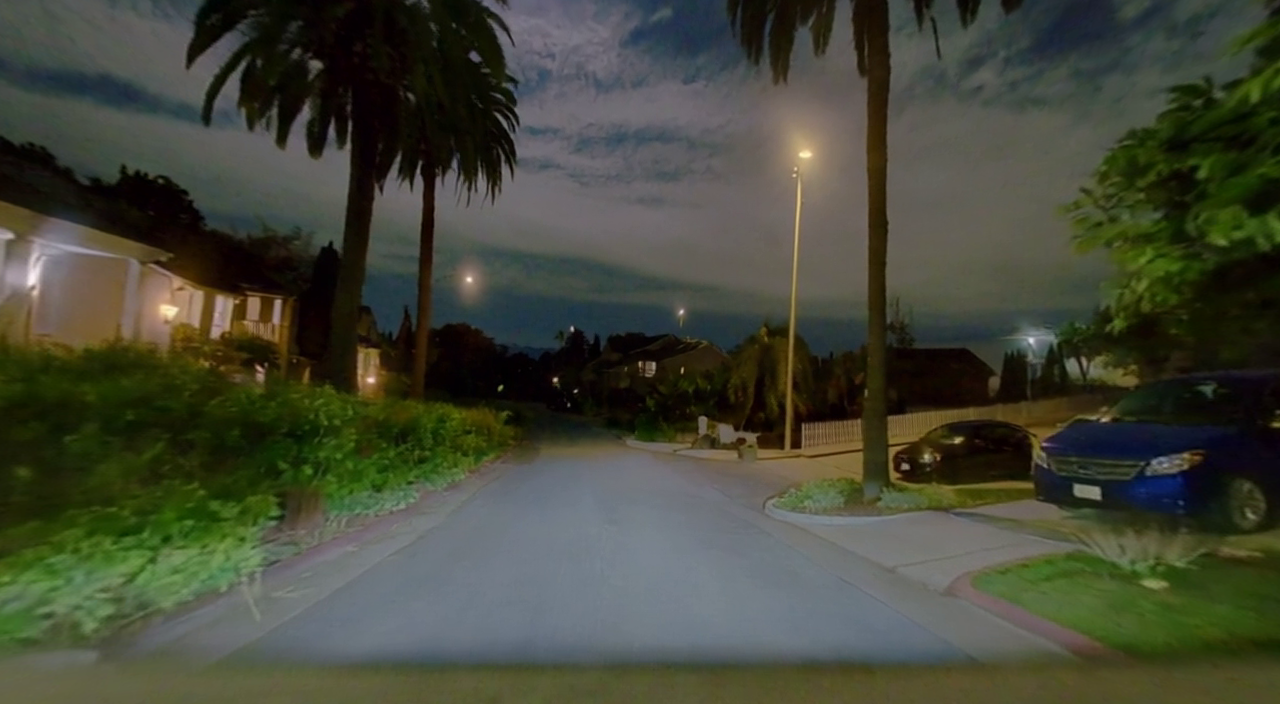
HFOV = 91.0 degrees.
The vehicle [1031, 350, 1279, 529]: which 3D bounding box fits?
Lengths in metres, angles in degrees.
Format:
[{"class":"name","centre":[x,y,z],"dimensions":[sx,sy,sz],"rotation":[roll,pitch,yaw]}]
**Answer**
[{"class":"vehicle","centre":[9.860,1.372,9.907],"dimensions":[6.615,2.137,2.578],"rotation":[3,-9,-20]}]

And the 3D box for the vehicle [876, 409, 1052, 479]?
[{"class":"vehicle","centre":[10.041,2.856,19.629],"dimensions":[4.443,1.948,2.230],"rotation":[1,-10,-18]}]

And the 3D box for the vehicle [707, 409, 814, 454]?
[{"class":"vehicle","centre":[6.707,4.453,34.811],"dimensions":[5.663,1.913,2.170],"rotation":[9,-13,-27]}]
